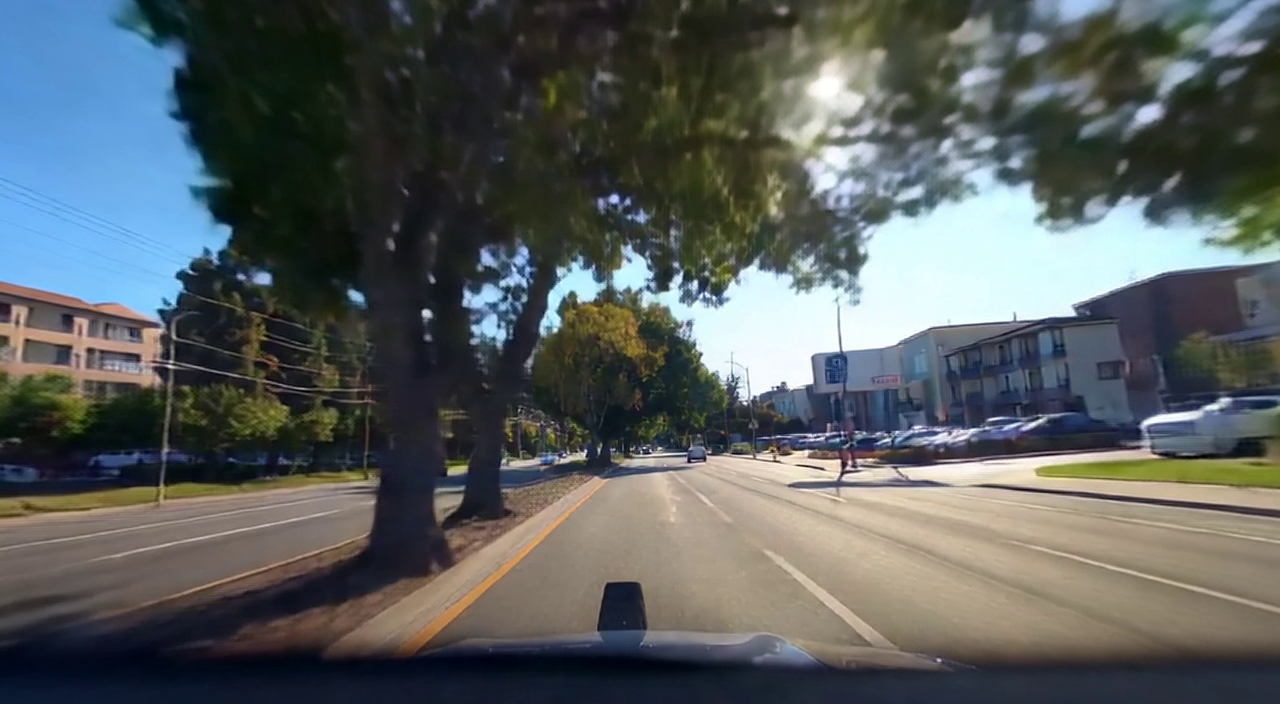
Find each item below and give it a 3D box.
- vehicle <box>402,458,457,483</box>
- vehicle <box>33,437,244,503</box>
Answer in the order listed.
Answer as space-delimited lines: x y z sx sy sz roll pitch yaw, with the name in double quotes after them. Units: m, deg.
-13.392 7.533 40.356 1.858 1.454 4.524 -1 -9 2 "vehicle"
-36.056 8.687 47.133 2.908 3.933 16.577 -1 -10 -2 "vehicle"
